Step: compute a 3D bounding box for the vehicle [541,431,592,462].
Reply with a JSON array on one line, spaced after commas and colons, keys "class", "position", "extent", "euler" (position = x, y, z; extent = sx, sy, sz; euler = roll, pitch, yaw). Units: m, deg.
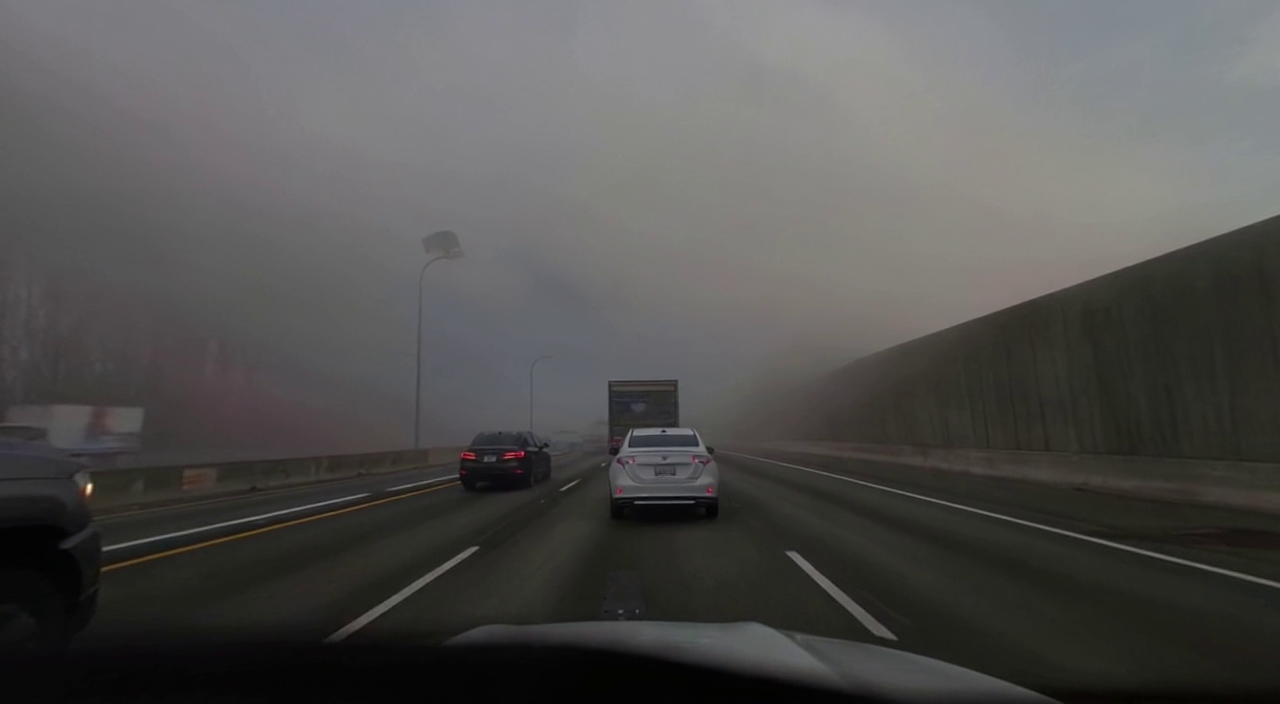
[{"class": "vehicle", "position": [-3.621, 4.735, 31.656], "extent": [1.980, 1.491, 3.655], "euler": [0, -8, 2]}]

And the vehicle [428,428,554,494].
[{"class": "vehicle", "position": [-3.605, 2.713, 16.136], "extent": [2.087, 1.457, 4.313], "euler": [0, -8, 2]}]

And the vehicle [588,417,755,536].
[{"class": "vehicle", "position": [0.430, 1.856, 10.051], "extent": [2.089, 1.485, 4.153], "euler": [0, -8, 1]}]

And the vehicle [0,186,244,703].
[{"class": "vehicle", "position": [-4.022, 0.316, 1.408], "extent": [2.386, 2.435, 5.831], "euler": [0, -8, 1]}]
